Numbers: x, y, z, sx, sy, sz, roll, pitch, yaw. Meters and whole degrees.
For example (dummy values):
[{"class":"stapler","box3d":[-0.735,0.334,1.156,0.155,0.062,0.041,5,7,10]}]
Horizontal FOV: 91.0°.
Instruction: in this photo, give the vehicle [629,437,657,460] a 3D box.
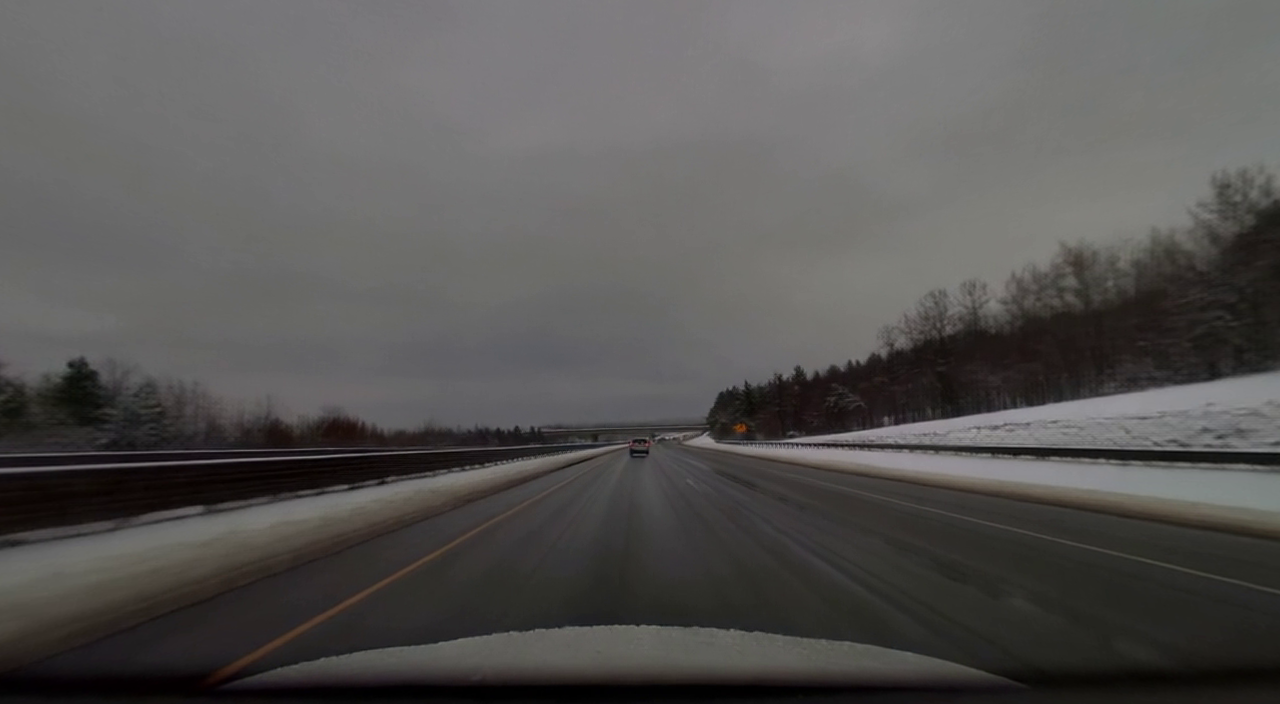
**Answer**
[{"class":"vehicle","box3d":[0.213,7.418,48.487,2.059,1.696,4.165,0,-8,-1]}]
